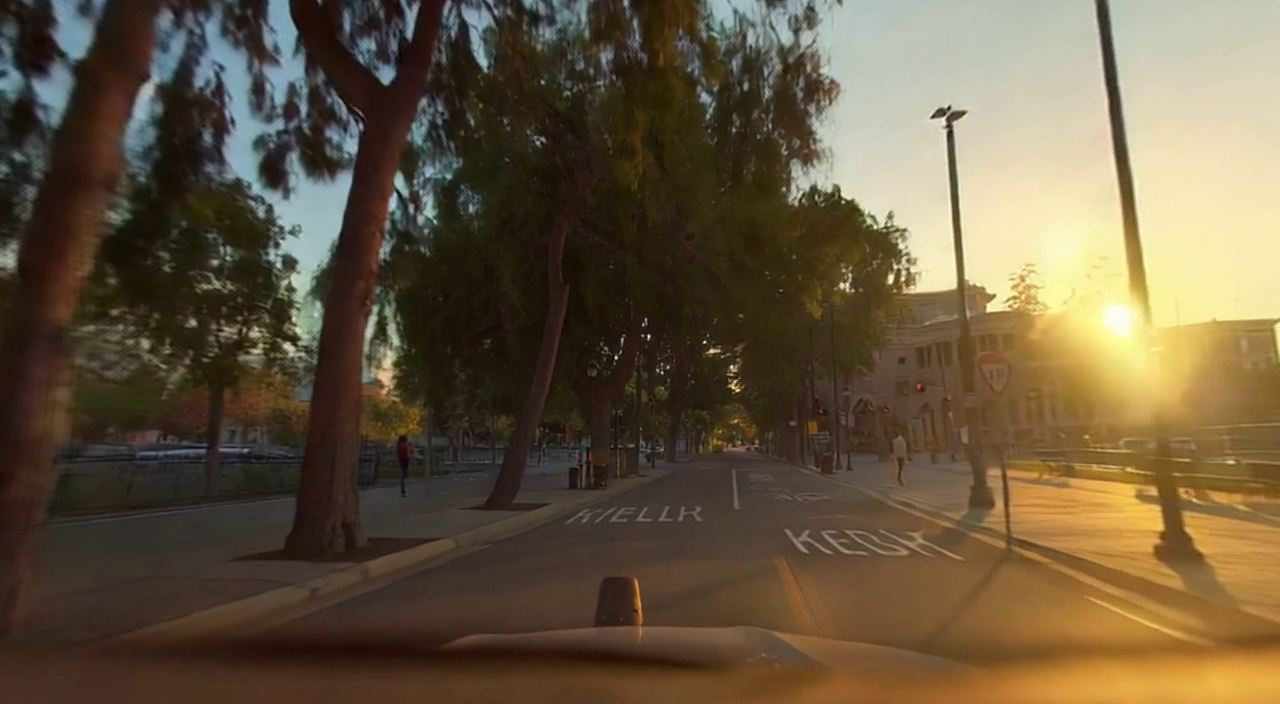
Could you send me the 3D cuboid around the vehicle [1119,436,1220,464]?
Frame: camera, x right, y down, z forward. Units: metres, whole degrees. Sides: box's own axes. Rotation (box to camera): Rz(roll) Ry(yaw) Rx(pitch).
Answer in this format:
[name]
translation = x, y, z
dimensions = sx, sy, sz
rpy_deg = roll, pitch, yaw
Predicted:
[vehicle]
translation = 38.733, 7.196, 46.343
dimensions = 5.090, 1.925, 2.103
rpy_deg = -2, -9, 11
